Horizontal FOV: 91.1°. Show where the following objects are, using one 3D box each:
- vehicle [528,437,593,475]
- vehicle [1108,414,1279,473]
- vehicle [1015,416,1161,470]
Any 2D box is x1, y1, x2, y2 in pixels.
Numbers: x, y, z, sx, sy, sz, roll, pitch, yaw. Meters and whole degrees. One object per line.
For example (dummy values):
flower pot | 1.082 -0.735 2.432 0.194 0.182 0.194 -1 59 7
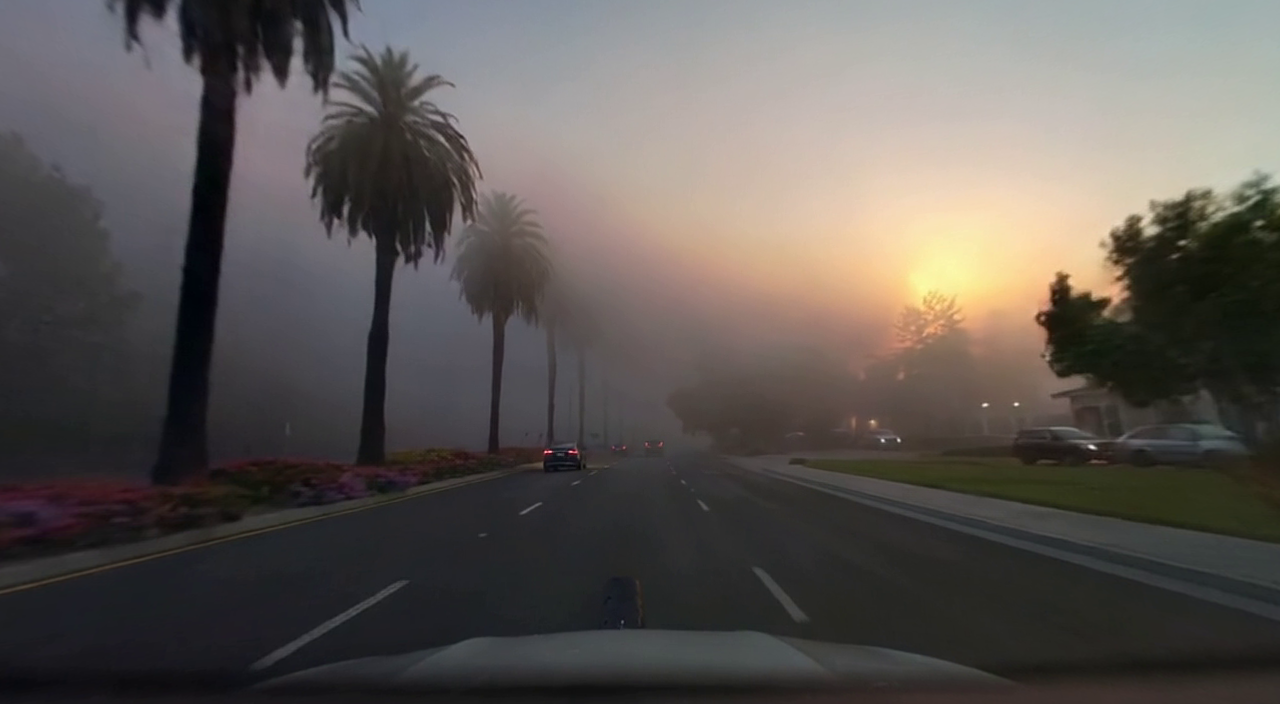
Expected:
vehicle | -3.254 4.370 26.637 2.036 1.478 4.508 0 -8 2
vehicle | 21.340 3.391 23.193 2.426 1.902 6.126 3 -9 -16
vehicle | 20.489 4.193 29.101 2.624 2.088 5.064 -3 -8 -6
